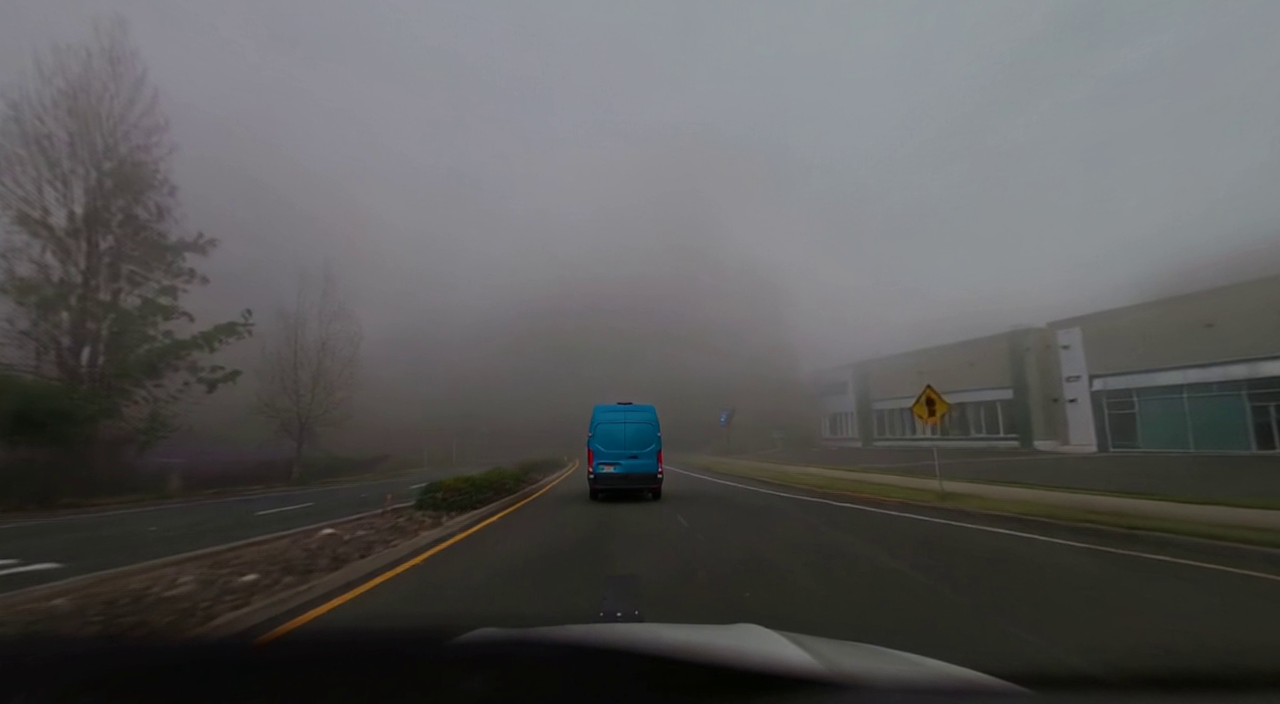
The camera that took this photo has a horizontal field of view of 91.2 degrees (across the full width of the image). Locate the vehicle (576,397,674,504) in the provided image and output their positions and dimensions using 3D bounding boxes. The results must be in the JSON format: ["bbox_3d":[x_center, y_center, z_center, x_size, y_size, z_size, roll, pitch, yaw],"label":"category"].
[{"bbox_3d":[-0.597,2.879,18.467,2.432,2.624,5.670,0,-9,-4],"label":"vehicle"}]
